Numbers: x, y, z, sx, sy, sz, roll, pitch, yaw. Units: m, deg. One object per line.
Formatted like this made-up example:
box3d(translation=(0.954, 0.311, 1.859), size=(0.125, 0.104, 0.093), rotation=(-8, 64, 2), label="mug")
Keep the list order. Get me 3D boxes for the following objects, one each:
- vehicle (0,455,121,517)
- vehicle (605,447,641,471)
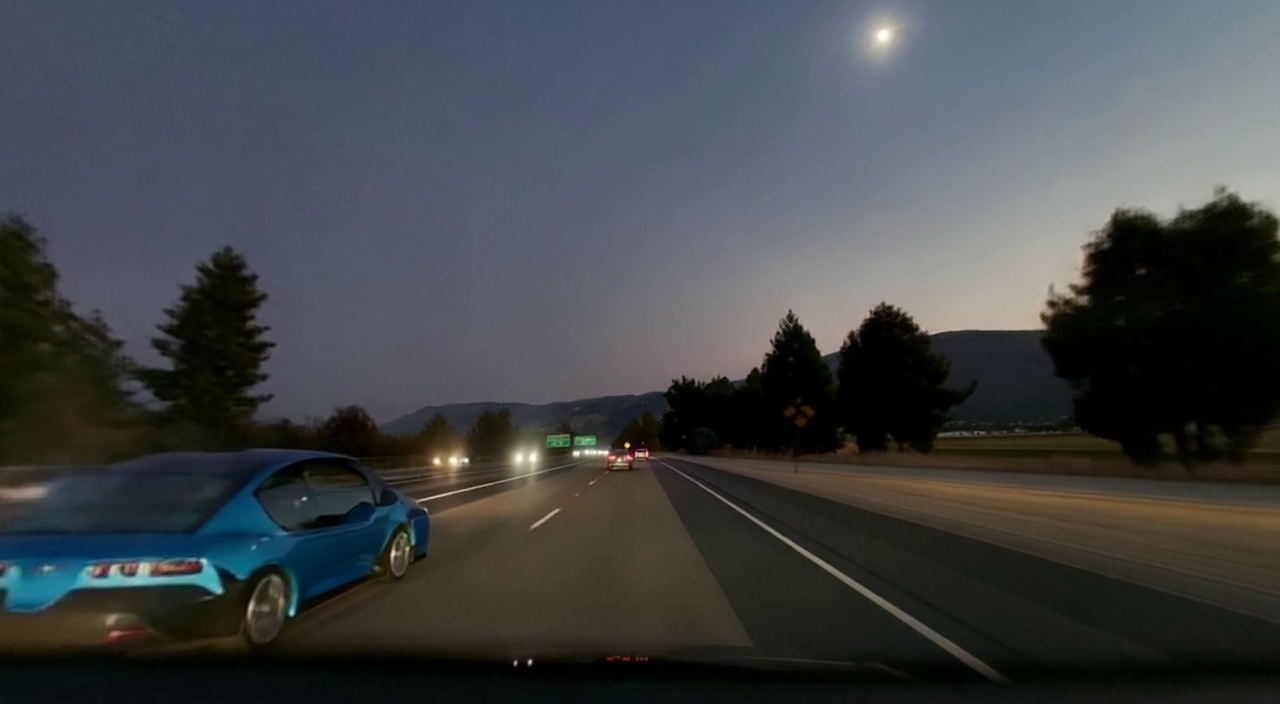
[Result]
box3d(translation=(-16.431, 3.448, 16.532), size=(2.007, 1.444, 4.190), rotation=(0, -9, 1), label="vehicle")
box3d(translation=(-1.061, 6.979, 41.299), size=(2.170, 1.451, 4.584), rotation=(0, -9, 1), label="vehicle")
